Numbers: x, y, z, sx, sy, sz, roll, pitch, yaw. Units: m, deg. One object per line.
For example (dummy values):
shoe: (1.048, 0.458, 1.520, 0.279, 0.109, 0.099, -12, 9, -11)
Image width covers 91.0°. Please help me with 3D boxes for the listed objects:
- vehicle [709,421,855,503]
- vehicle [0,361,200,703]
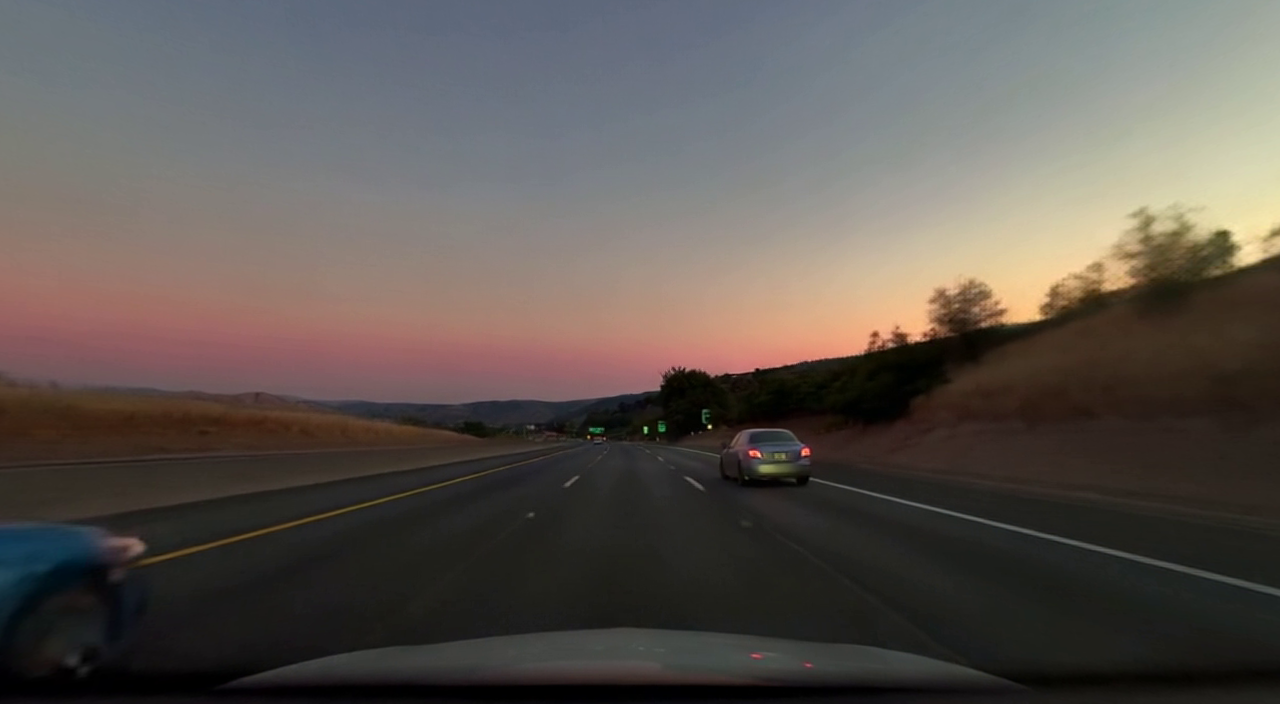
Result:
vehicle: (3.129, 2.540, 14.968, 2.349, 1.651, 4.161, 0, -8, -2)
vehicle: (-3.735, 0.701, 1.512, 2.206, 1.604, 4.374, 0, -8, -1)
